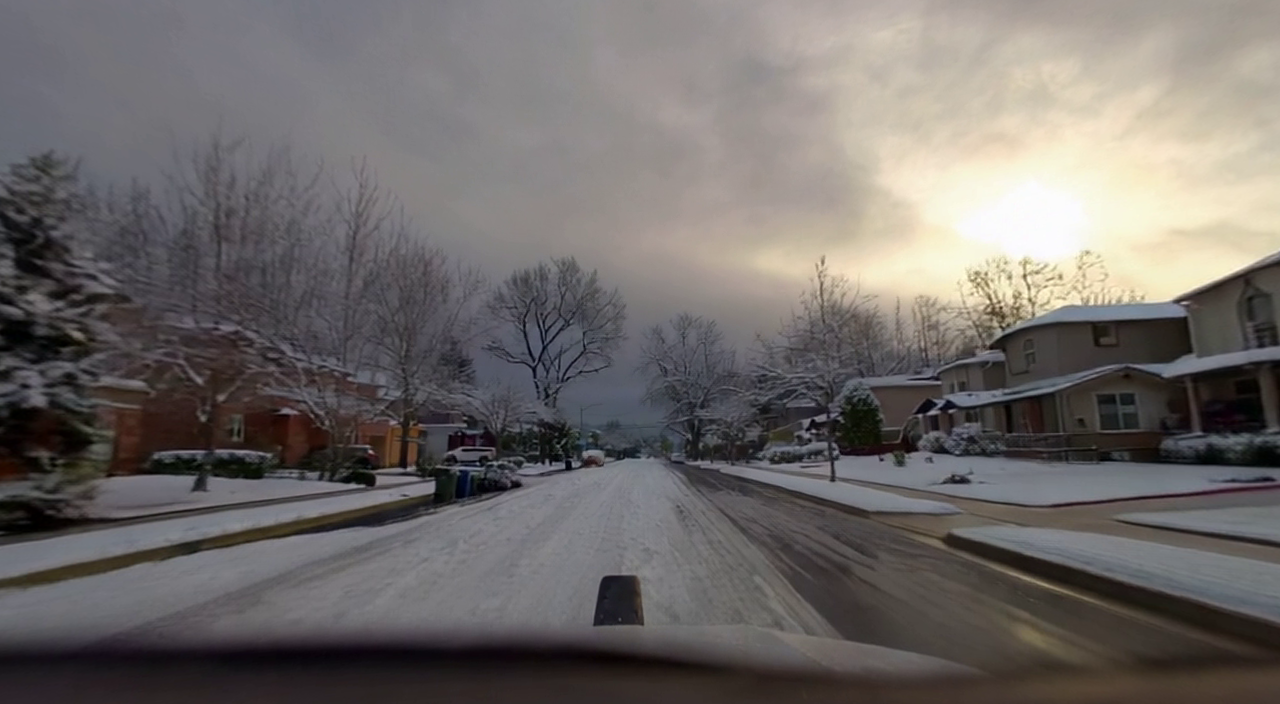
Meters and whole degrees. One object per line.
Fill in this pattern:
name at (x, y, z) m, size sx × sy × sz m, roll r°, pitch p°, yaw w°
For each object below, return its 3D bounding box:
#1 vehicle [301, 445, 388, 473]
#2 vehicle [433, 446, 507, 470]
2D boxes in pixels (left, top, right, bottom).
vehicle at (-17.261, 6.273, 36.923) m, size 4.112 × 1.497 × 1.956 m, roll -2°, pitch -9°, yaw 3°
vehicle at (-12.530, 7.853, 46.593) m, size 4.876 × 1.733 × 1.989 m, roll 0°, pitch -9°, yaw 3°
